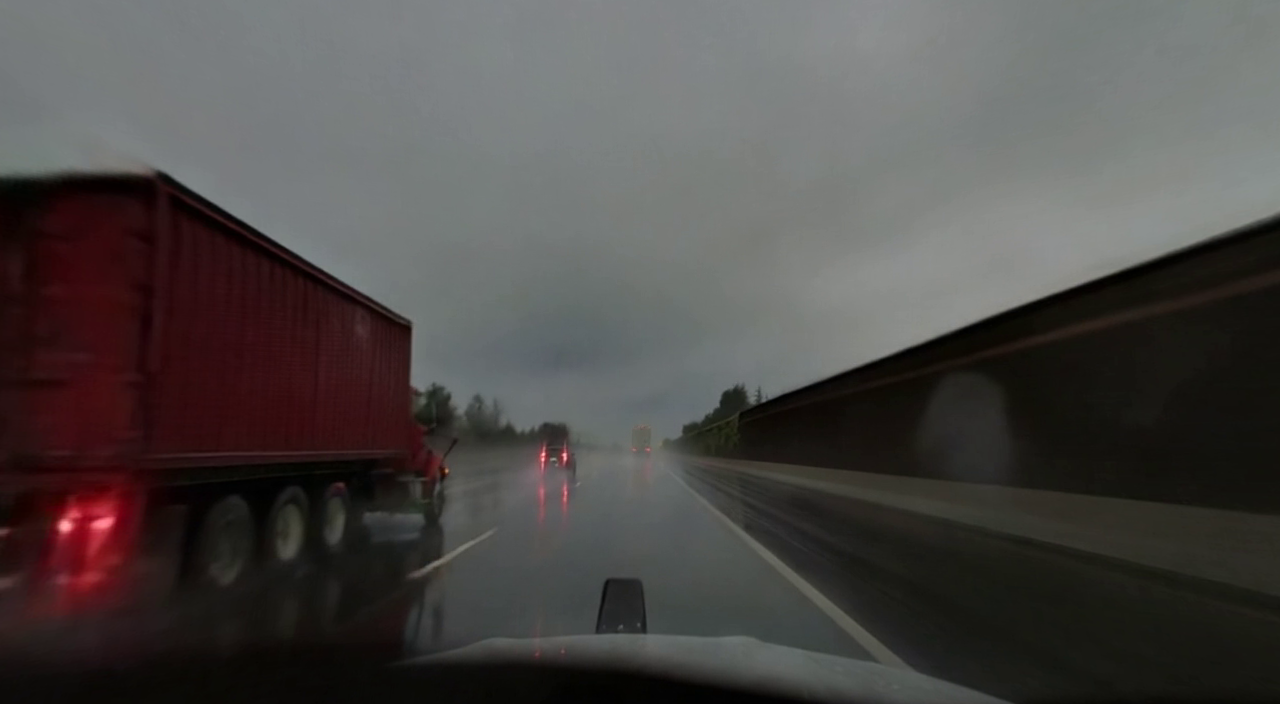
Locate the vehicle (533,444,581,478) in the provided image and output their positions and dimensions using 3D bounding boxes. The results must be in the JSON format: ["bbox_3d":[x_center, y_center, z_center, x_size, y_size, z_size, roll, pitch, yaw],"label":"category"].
[{"bbox_3d":[-4.077,5.399,31.526,1.880,1.569,3.714,0,-9,-1],"label":"vehicle"}]
